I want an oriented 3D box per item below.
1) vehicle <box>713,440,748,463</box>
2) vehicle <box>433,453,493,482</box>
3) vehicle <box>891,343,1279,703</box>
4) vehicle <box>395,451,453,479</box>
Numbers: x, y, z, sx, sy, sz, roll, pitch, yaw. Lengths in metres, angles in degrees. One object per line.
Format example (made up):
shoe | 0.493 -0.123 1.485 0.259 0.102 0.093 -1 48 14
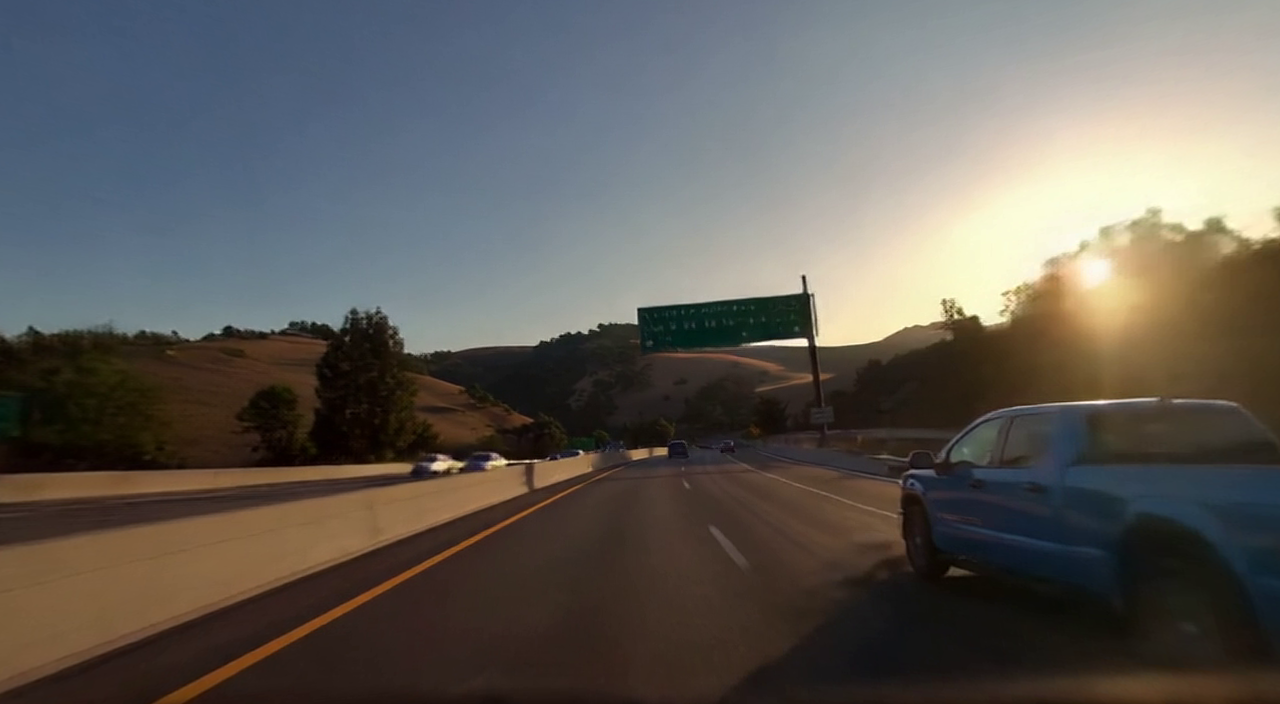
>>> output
vehicle | 6.684 7.389 46.985 2.249 1.635 4.118 -1 -9 4
vehicle | -9.770 6.365 35.213 1.845 1.453 4.531 -1 -9 3
vehicle | 3.773 1.090 4.295 2.151 1.744 4.709 0 -9 0
vehicle | -13.594 7.124 40.059 1.903 1.583 4.260 -1 -9 4
